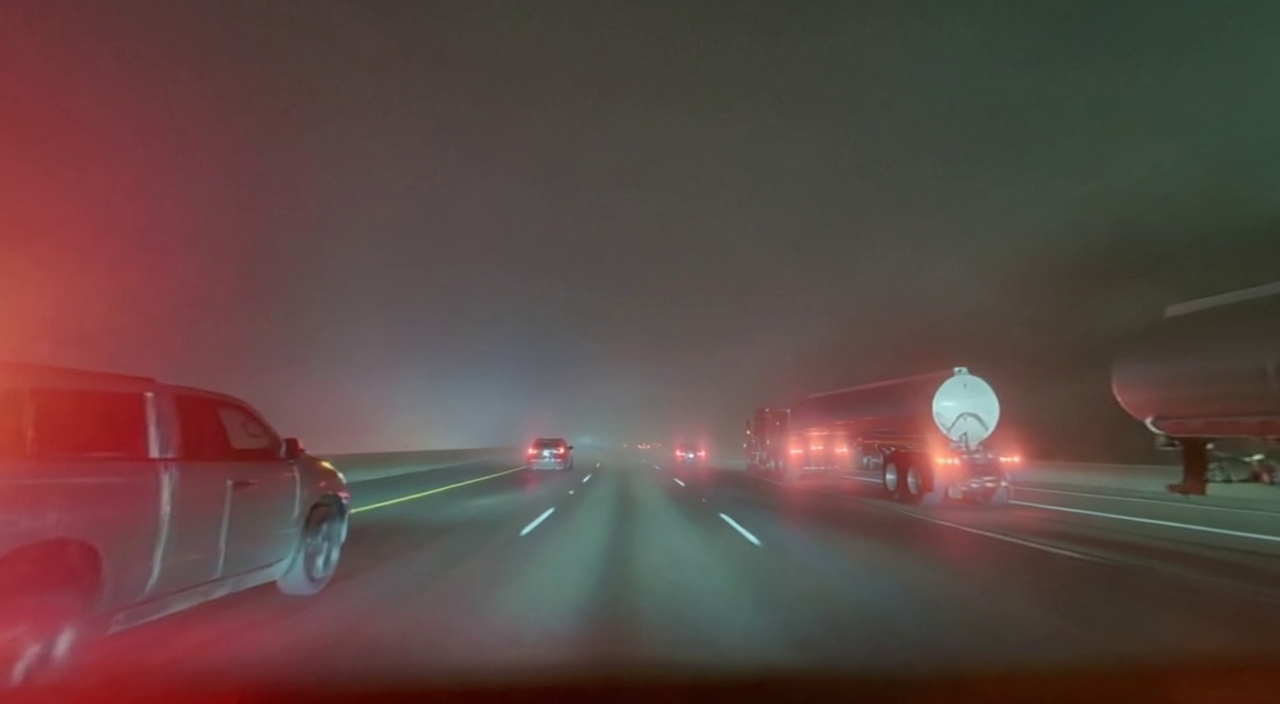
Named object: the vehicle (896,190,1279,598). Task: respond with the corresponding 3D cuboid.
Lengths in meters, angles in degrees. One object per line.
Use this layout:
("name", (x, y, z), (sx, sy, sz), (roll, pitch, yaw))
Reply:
("vehicle", (7.456, 0.835, 8.686), (3.554, 3.573, 10.307), (0, -8, 0))

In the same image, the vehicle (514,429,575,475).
("vehicle", (-4.180, 4.454, 28.253), (2.149, 1.843, 4.348), (0, -8, -2))

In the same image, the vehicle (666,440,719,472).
("vehicle", (2.636, 5.336, 32.586), (2.053, 1.510, 4.400), (1, -9, -4))

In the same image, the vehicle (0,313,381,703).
("vehicle", (-4.282, 0.939, 4.142), (2.684, 1.839, 5.803), (0, -9, 0))
